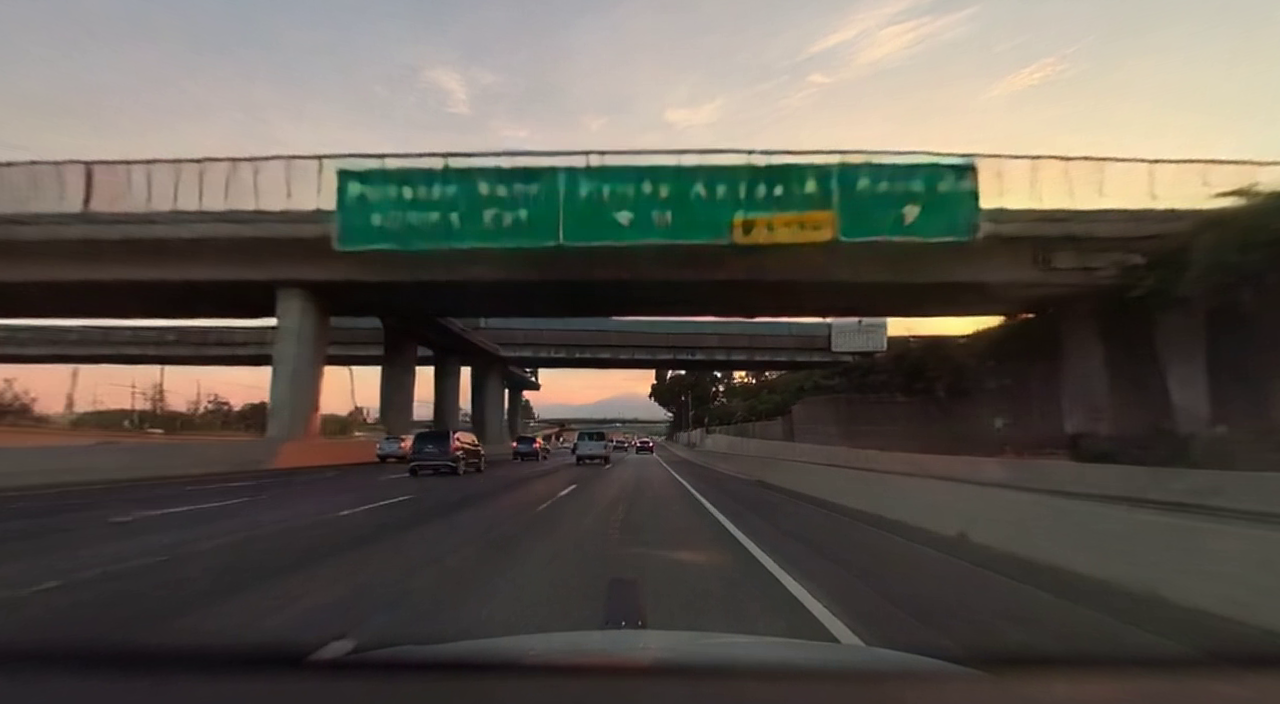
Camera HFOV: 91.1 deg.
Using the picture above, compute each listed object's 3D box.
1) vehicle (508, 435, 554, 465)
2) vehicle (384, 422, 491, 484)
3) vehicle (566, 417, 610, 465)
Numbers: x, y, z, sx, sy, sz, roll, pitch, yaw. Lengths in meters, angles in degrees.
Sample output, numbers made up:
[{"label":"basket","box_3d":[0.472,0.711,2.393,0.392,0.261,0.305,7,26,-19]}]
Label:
[{"label":"vehicle","box_3d":[-6.925,6.266,40.403,2.109,1.784,4.709,0,-8,1]},{"label":"vehicle","box_3d":[-7.040,3.575,22.470,2.179,1.948,4.618,0,-8,1]},{"label":"vehicle","box_3d":[-3.254,5.778,40.710,2.301,2.843,6.458,0,-8,0]}]
